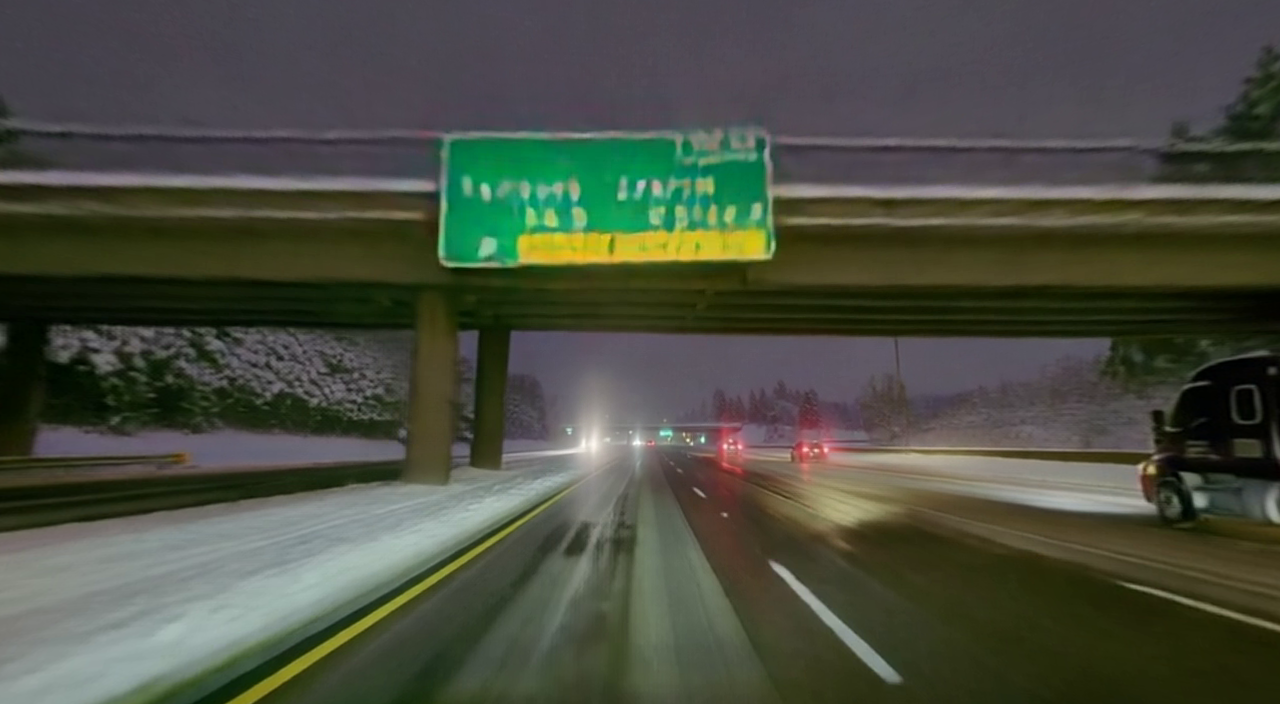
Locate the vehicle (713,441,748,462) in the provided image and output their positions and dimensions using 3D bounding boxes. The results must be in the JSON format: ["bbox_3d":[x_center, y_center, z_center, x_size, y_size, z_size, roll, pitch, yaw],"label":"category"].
[{"bbox_3d":[6.805,7.522,47.804,2.025,1.484,4.208,0,-8,0],"label":"vehicle"}]

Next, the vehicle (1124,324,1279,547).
[{"bbox_3d":[10.790,0.813,6.471,2.960,3.207,10.950,0,-8,0],"label":"vehicle"}]
